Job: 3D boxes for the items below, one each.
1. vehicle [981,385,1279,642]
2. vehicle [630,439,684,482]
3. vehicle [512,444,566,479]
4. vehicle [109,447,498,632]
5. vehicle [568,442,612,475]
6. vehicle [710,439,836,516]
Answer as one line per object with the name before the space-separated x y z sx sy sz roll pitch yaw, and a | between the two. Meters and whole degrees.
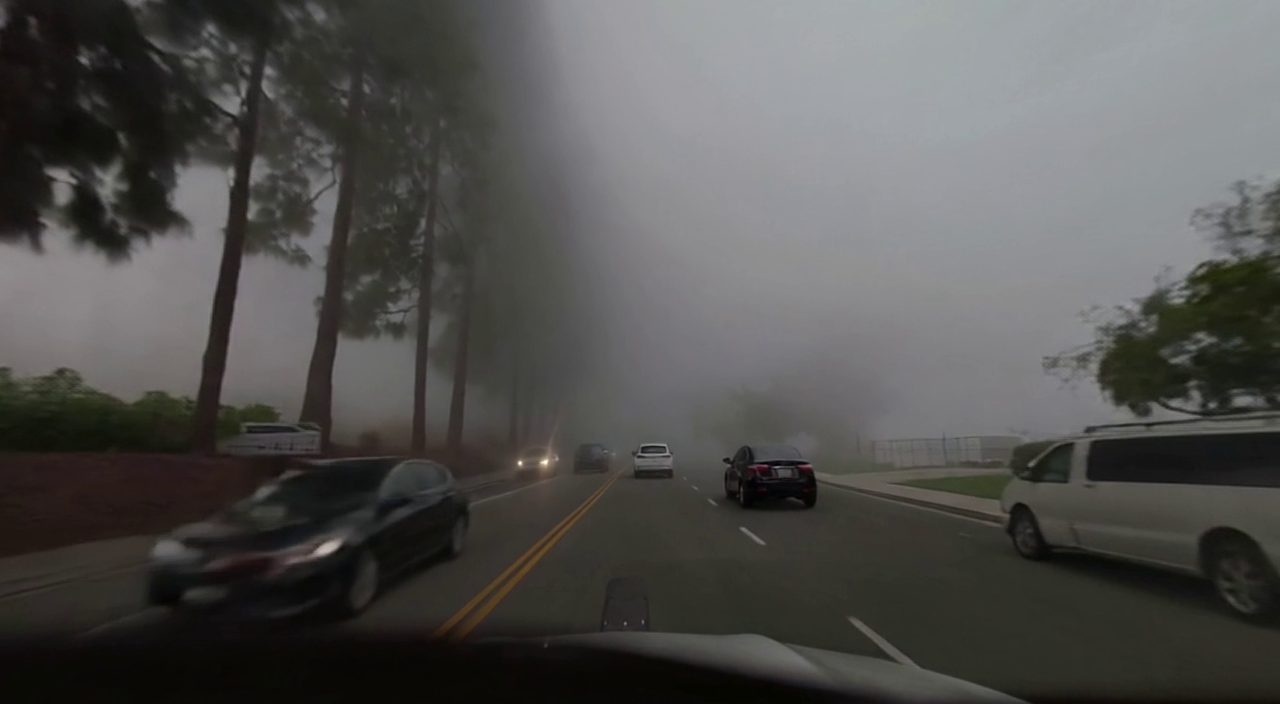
vehicle | 5.592 1.373 6.011 2.059 1.813 4.637 0 -9 0
vehicle | 0.693 4.596 26.961 2.105 1.653 3.887 0 -9 0
vehicle | -5.466 5.983 34.820 2.132 1.769 4.760 0 -9 1
vehicle | -3.117 1.788 7.079 1.997 1.415 4.195 0 -9 1
vehicle | -2.743 5.972 35.590 2.065 1.708 4.311 0 -9 1
vehicle | 2.927 2.846 14.857 1.991 1.536 4.116 0 -9 -1
